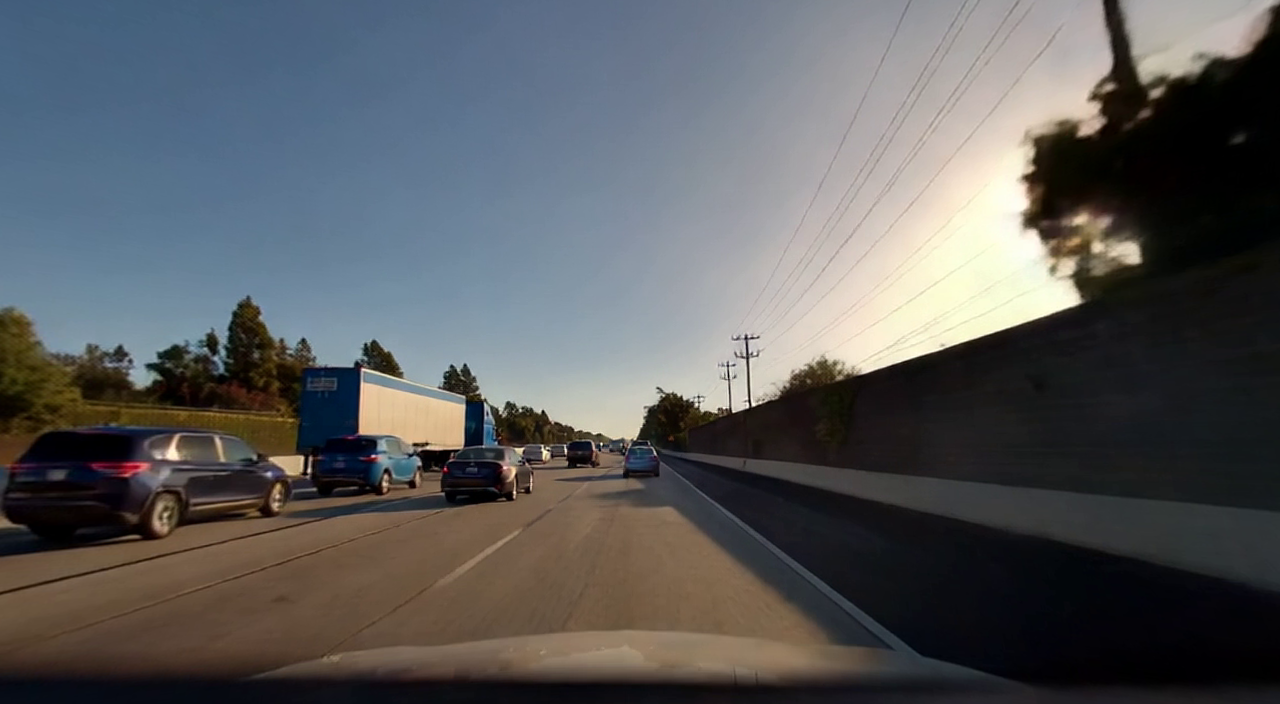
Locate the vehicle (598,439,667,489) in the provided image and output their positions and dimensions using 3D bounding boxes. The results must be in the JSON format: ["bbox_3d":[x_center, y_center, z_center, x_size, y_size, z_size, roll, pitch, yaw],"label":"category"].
[{"bbox_3d":[-0.251,3.698,21.128,2.089,1.477,3.818,0,-9,-1],"label":"vehicle"}]

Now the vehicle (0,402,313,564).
[{"bbox_3d":[-6.951,1.771,9.188,2.027,1.762,4.386,0,-9,0],"label":"vehicle"}]

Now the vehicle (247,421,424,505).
[{"bbox_3d":[-7.571,2.823,16.483,2.054,1.825,5.072,0,-9,0],"label":"vehicle"}]

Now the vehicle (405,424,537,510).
[{"bbox_3d":[-3.783,2.659,14.987,1.923,1.716,4.289,0,-9,0],"label":"vehicle"}]

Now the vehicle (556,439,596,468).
[{"bbox_3d":[-3.956,6.373,39.773,1.976,1.705,4.176,0,-9,1],"label":"vehicle"}]
